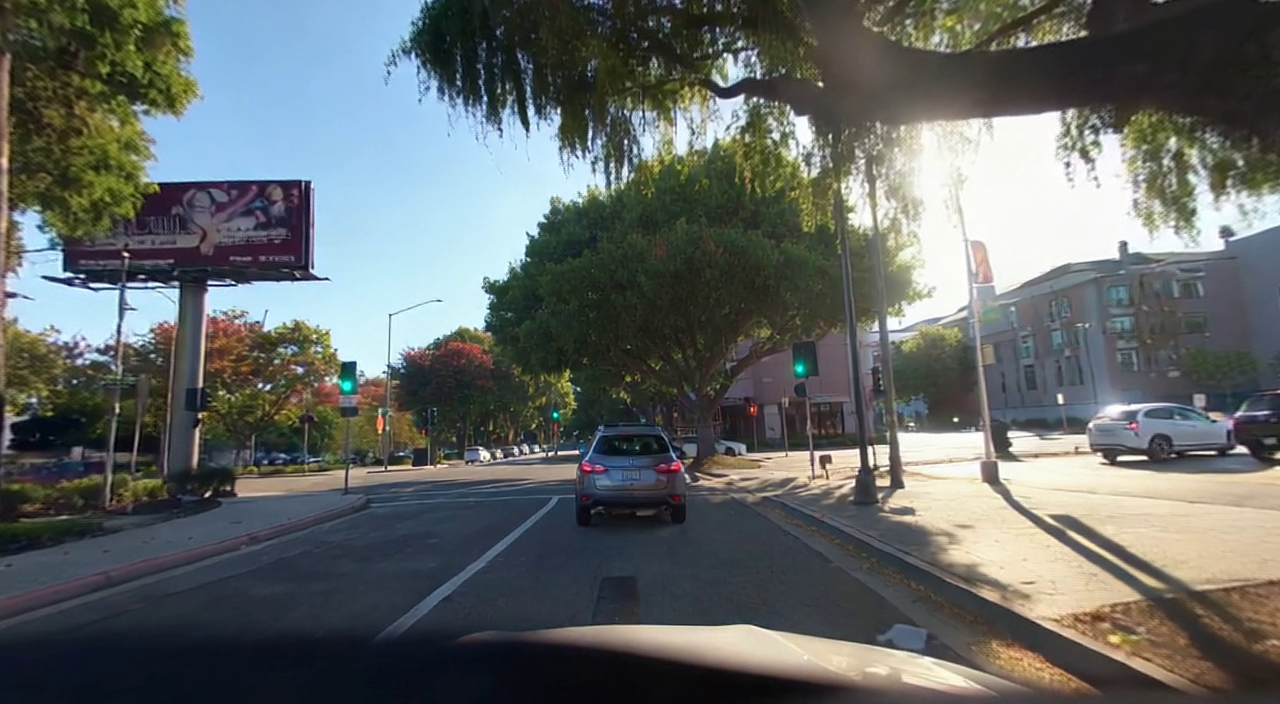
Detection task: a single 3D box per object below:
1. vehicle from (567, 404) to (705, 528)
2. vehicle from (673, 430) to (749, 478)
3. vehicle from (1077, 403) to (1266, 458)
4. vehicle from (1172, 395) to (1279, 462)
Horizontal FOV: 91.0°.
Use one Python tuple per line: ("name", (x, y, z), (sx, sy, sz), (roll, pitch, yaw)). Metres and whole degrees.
("vehicle", (-0.112, 2.051, 11.800), (2.142, 1.904, 3.816), (0, -8, -1))
("vehicle", (2.668, 3.722, 23.150), (1.716, 1.602, 3.403), (-4, -9, 25))
("vehicle", (15.588, 2.353, 18.704), (3.750, 1.502, 1.781), (-3, -8, 14))
("vehicle", (16.046, 1.829, 15.678), (3.687, 1.500, 1.818), (-4, -6, 11))
